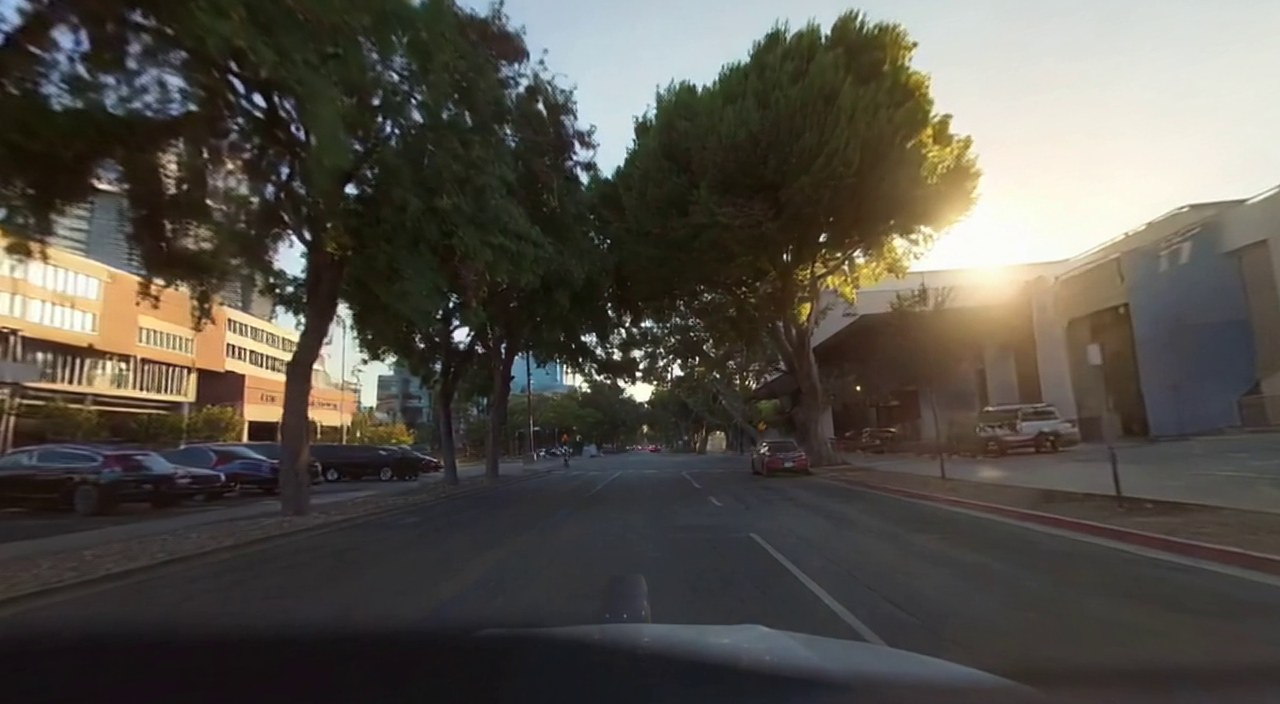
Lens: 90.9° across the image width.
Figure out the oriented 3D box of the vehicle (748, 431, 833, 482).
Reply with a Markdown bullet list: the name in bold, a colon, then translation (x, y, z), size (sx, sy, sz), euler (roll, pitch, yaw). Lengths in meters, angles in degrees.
- **vehicle**: translation (6.306, 4.456, 27.184), size (2.338, 1.942, 5.267), euler (0, -9, 0)

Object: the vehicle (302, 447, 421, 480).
- **vehicle**: translation (-13.433, 5.420, 30.654), size (4.765, 1.517, 2.182), euler (0, -9, 0)

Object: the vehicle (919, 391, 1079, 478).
- **vehicle**: translation (13.394, 3.226, 24.212), size (2.935, 2.889, 5.499), euler (-1, -9, 2)

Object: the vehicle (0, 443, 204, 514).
- **vehicle**: translation (-14.393, 3.155, 15.954), size (4.954, 1.614, 2.227), euler (0, -9, -4)
